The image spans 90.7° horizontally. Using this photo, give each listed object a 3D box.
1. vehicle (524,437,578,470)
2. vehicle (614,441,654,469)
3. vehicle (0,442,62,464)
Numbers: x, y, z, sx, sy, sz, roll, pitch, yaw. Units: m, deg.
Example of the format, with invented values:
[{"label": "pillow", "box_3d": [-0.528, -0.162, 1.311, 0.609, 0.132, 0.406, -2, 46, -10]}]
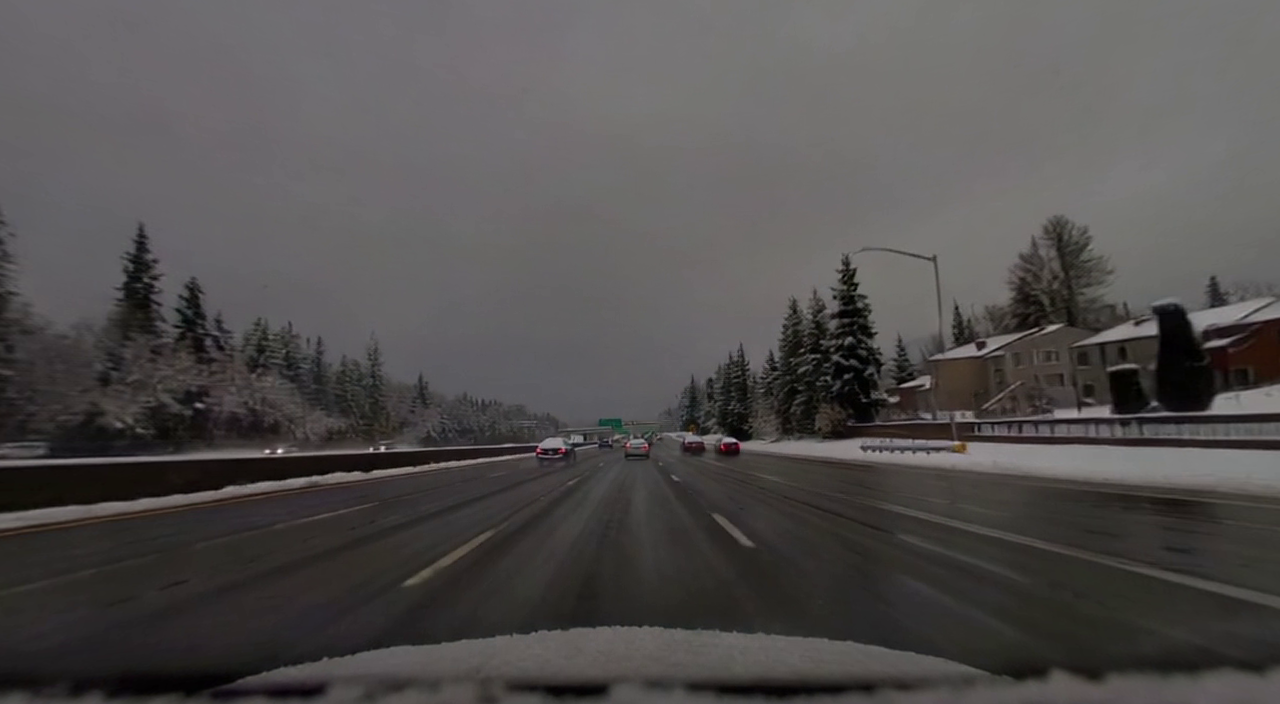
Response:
[{"label": "vehicle", "box_3d": [-4.818, 5.562, 34.774, 2.260, 1.706, 4.177, 0, -8, 1]}, {"label": "vehicle", "box_3d": [-0.342, 5.827, 36.111, 2.146, 1.485, 4.332, 0, -8, 0]}, {"label": "vehicle", "box_3d": [-44.940, 7.305, 45.947, 1.943, 1.478, 4.193, 0, -8, -2]}]
